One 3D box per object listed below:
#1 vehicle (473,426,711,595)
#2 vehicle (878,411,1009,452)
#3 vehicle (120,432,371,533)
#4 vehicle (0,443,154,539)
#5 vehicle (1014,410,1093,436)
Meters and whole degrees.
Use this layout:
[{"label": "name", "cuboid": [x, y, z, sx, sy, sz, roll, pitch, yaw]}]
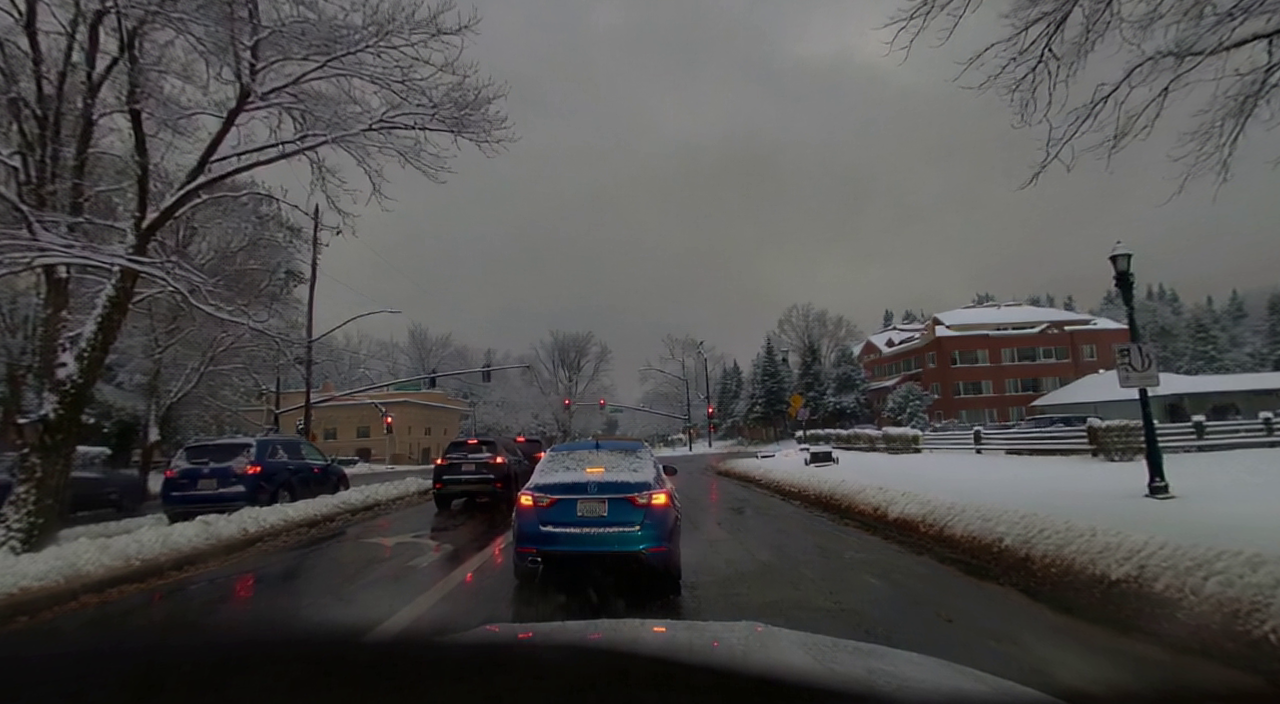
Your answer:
[{"label": "vehicle", "cuboid": [-0.416, 1.710, 7.634, 2.104, 1.472, 3.946, 0, -9, 0]}, {"label": "vehicle", "cuboid": [13.930, 3.703, 29.229, 4.975, 1.809, 1.956, 0, -9, 1]}, {"label": "vehicle", "cuboid": [-7.274, 2.432, 12.350, 2.096, 1.593, 4.288, 0, -9, 1]}, {"label": "vehicle", "cuboid": [-10.817, 2.246, 10.435, 2.039, 1.447, 4.496, 0, -9, -1]}, {"label": "vehicle", "cuboid": [30.273, 5.261, 46.436, 4.627, 1.671, 1.929, -5, -10, 28]}]
